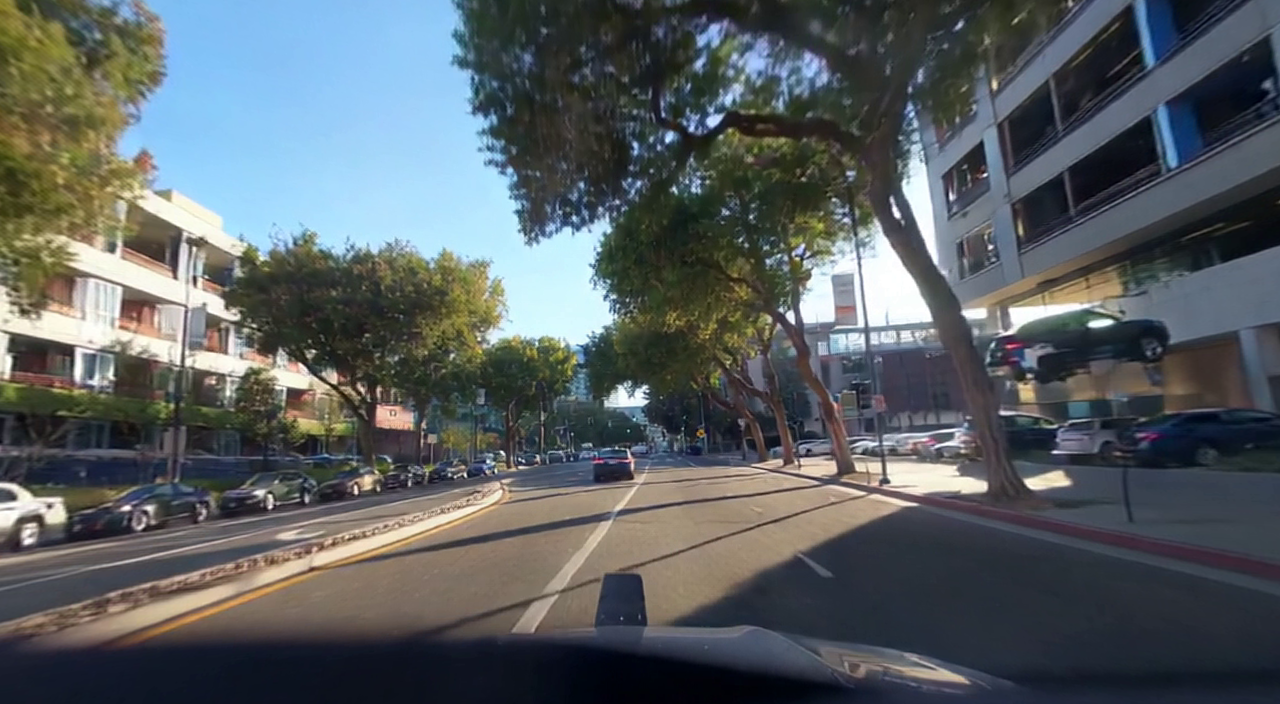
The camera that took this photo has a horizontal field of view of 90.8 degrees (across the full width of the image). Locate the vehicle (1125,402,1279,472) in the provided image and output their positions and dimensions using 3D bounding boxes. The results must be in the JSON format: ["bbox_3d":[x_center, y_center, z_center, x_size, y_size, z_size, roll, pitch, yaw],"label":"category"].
[{"bbox_3d":[13.810,1.954,14.696,3.527,1.496,1.836,0,-7,0],"label":"vehicle"}]

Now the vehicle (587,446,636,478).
[{"bbox_3d":[-1.302,5.306,30.812,2.051,1.454,4.132,0,-8,2],"label":"vehicle"}]

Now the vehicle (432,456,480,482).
[{"bbox_3d":[-13.258,8.431,45.718,1.997,1.668,4.084,-1,-8,4],"label":"vehicle"}]

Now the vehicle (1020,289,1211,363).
[{"bbox_3d":[13.270,-0.684,17.829,3.826,1.601,1.807,-3,-8,0],"label":"vehicle"}]

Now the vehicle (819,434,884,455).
[{"bbox_3d":[14.877,6.539,44.611,3.620,1.412,2.472,0,-9,-1],"label":"vehicle"}]

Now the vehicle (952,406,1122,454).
[{"bbox_3d":[14.129,2.847,22.783,4.619,1.626,2.121,-1,-8,5],"label":"vehicle"}]

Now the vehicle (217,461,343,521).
[{"bbox_3d":[-14.220,5.457,25.334,1.917,1.775,5.018,-10,-9,1],"label":"vehicle"}]

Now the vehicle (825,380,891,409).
[{"bbox_3d":[14.494,2.862,42.258,3.766,1.708,1.810,-2,-10,6],"label":"vehicle"}]

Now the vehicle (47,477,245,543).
[{"bbox_3d":[-14.397,4.606,18.869,2.021,1.438,4.616,-3,-9,4],"label":"vehicle"}]

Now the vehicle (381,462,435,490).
[{"bbox_3d":[-13.523,7.225,37.066,1.646,1.462,3.740,0,-8,1],"label":"vehicle"}]

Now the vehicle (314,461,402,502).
[{"bbox_3d":[-13.692,6.283,31.036,1.984,1.635,4.525,-3,-9,4],"label":"vehicle"}]
